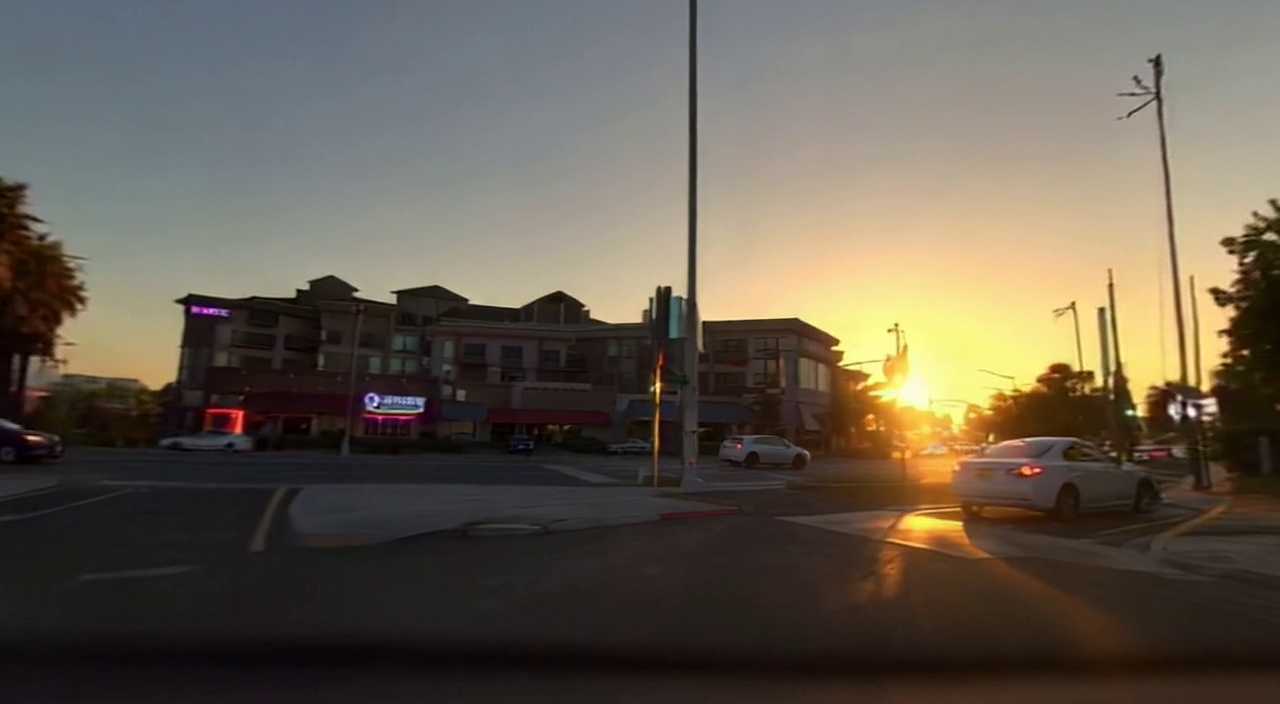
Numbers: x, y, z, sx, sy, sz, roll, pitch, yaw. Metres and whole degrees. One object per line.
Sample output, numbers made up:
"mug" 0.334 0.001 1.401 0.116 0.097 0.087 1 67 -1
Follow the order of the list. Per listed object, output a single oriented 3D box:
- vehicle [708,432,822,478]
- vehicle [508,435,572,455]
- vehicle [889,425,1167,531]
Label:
"vehicle" 5.185 4.269 26.290 4.211 1.756 2.158 5 -9 -28
"vehicle" -7.498 6.996 47.402 4.411 1.391 1.837 5 -9 -27
"vehicle" 7.021 2.251 11.927 1.870 1.611 3.978 5 -9 -28
